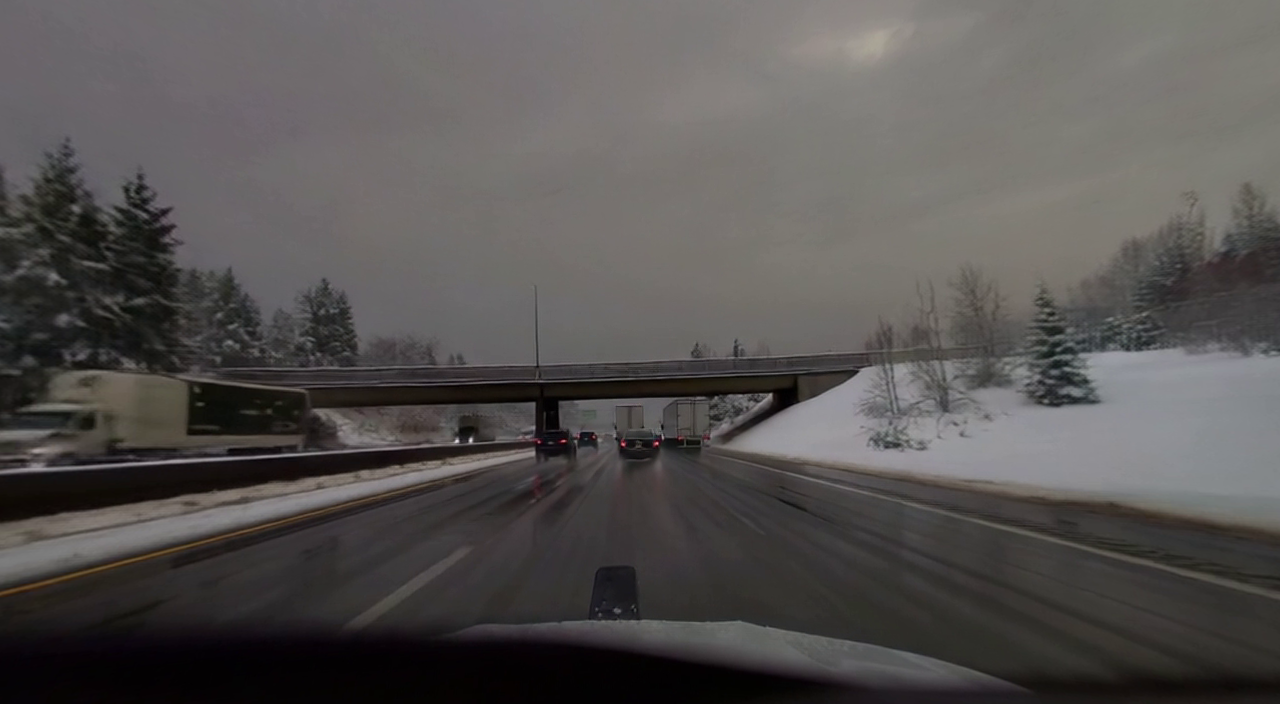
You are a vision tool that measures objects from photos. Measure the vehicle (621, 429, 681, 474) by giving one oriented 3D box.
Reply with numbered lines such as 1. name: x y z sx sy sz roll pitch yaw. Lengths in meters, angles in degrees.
1. vehicle: 0.339 3.692 23.616 2.059 1.522 3.693 0 -8 -2

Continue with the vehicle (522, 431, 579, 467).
1. vehicle: -3.991 4.394 28.797 1.979 1.527 4.754 0 -8 -1

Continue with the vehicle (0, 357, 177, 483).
1. vehicle: -20.979 2.567 23.079 3.051 3.954 6.368 0 -8 -1
